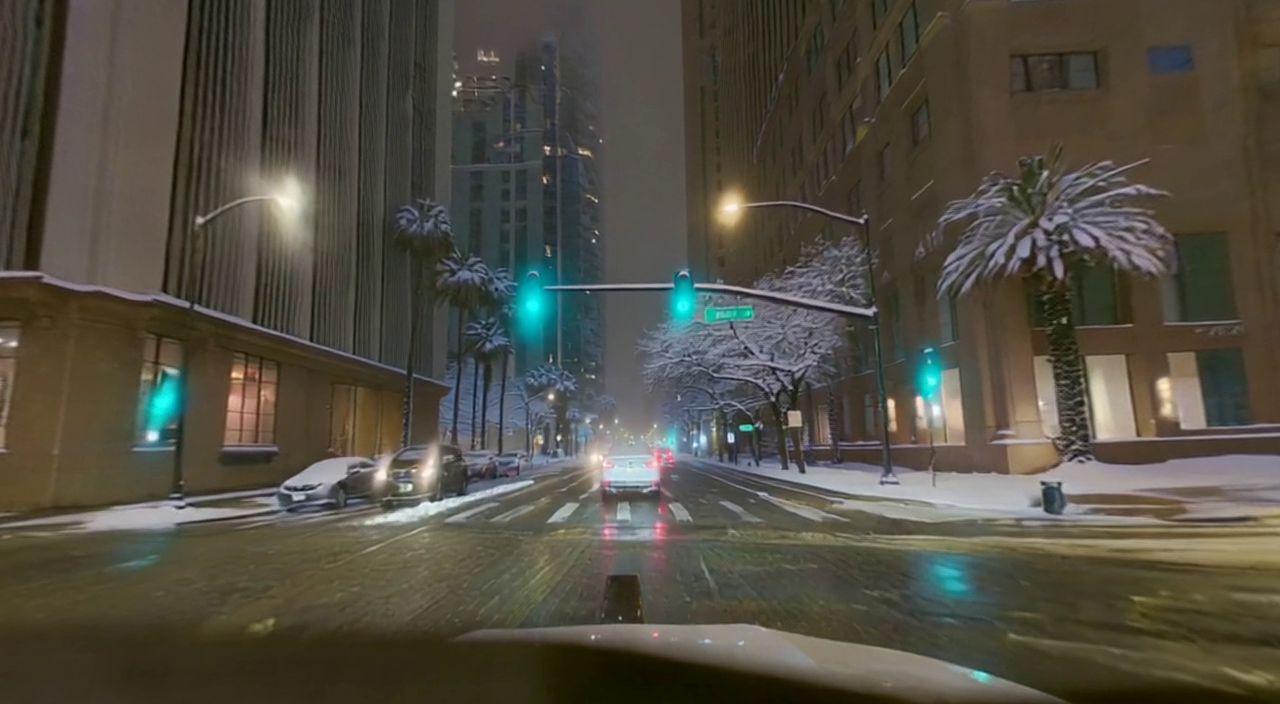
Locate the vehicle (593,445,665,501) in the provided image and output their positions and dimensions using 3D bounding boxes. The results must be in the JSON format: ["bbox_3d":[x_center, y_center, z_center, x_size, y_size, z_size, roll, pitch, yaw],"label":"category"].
[{"bbox_3d":[-0.354,3.913,20.829,2.145,1.632,3.972,0,-9,-1],"label":"vehicle"}]

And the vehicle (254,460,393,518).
[{"bbox_3d":[-9.655,4.164,19.674,1.977,1.475,4.491,0,-9,0],"label":"vehicle"}]

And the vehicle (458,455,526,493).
[{"bbox_3d":[-6.498,5.380,28.199,1.951,1.476,4.452,0,-9,0],"label":"vehicle"}]

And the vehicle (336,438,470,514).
[{"bbox_3d":[-6.685,3.520,18.451,2.070,1.893,4.738,0,-9,0],"label":"vehicle"}]
